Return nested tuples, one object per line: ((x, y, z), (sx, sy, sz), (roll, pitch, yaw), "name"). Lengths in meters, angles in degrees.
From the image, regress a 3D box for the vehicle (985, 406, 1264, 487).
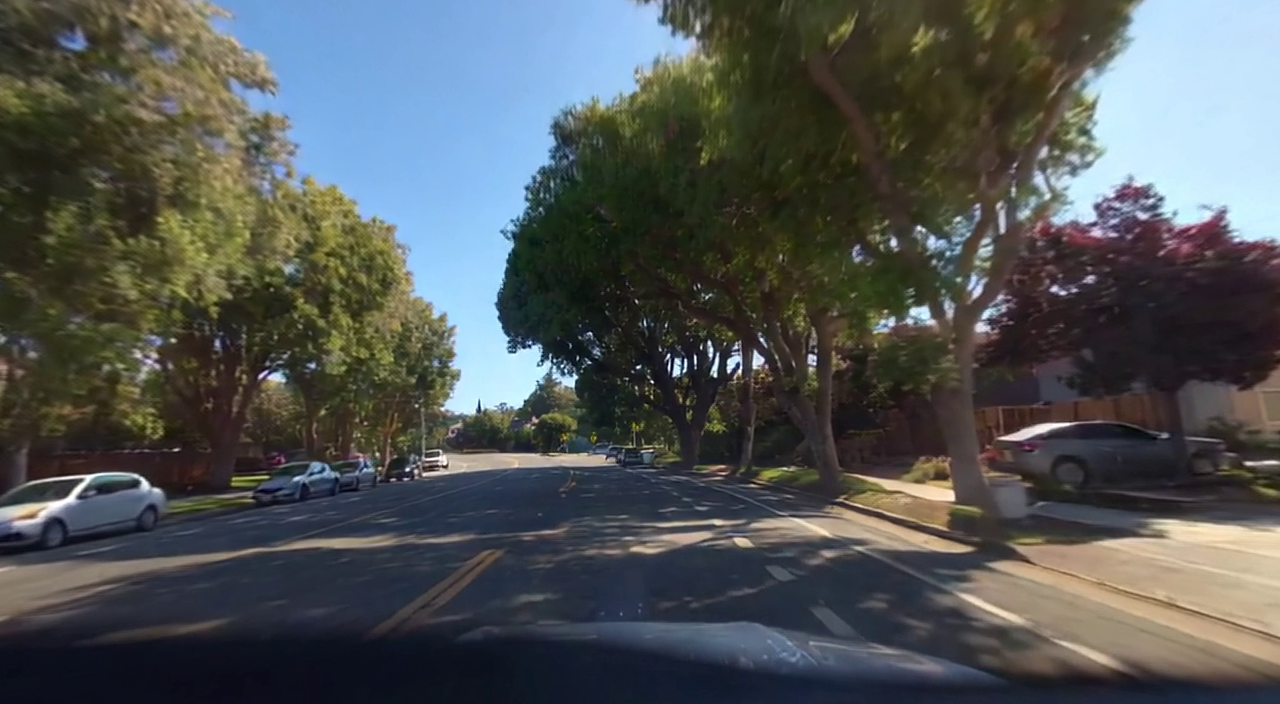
((11.075, 2.201, 14.762), (4.760, 1.738, 2.052), (0, -9, 0), "vehicle")

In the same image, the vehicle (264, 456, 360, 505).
((-11.834, 4.619, 23.089), (1.750, 1.471, 3.960), (2, -8, -7), "vehicle")

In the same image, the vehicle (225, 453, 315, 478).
((-23.014, 7.081, 39.428), (4.435, 1.472, 1.870), (0, -9, 0), "vehicle")

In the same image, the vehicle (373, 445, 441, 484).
((-12.810, 6.157, 35.123), (2.190, 1.789, 5.477), (-4, -7, -6), "vehicle")

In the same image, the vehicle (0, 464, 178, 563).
((-11.165, 3.015, 12.337), (1.586, 1.433, 3.485), (1, -8, 1), "vehicle")
